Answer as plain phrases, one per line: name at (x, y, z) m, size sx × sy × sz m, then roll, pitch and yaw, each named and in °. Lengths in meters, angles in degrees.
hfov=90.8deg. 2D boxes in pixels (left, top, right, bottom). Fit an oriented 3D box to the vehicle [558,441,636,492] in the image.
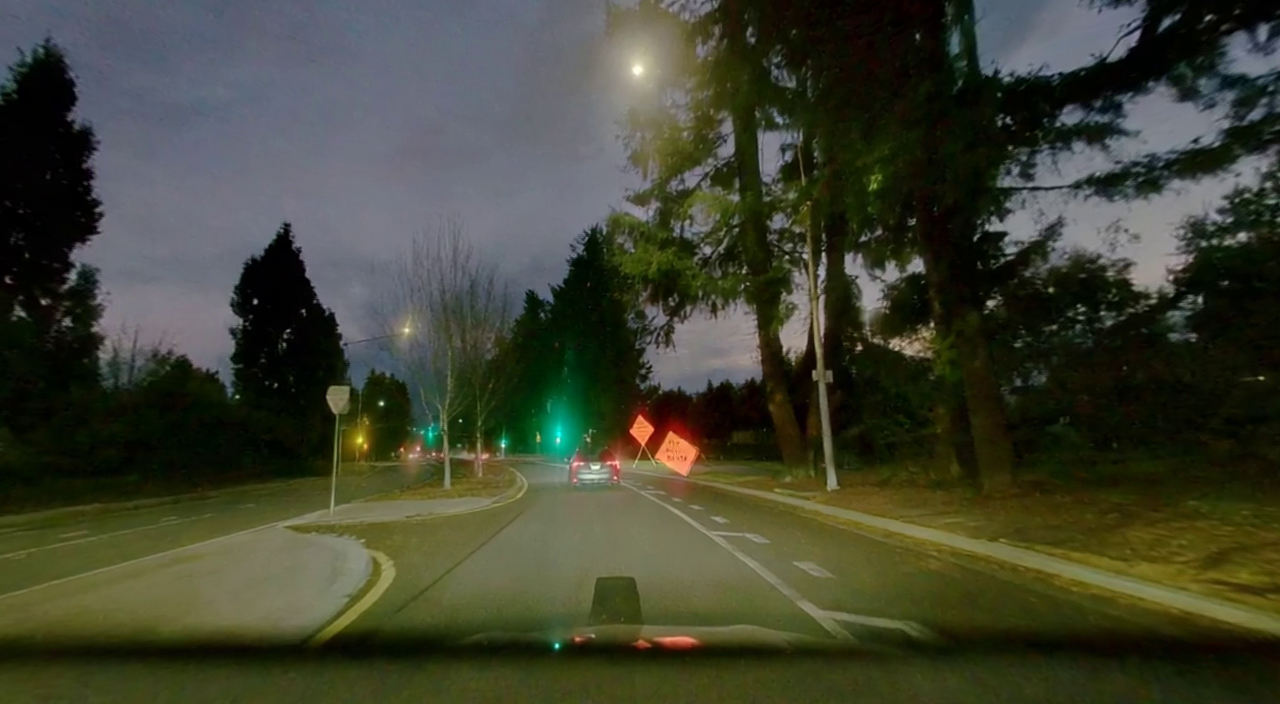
vehicle at (-1.582, 3.824, 21.509) m, size 2.266 × 1.508 × 4.430 m, roll 1°, pitch -9°, yaw -9°
